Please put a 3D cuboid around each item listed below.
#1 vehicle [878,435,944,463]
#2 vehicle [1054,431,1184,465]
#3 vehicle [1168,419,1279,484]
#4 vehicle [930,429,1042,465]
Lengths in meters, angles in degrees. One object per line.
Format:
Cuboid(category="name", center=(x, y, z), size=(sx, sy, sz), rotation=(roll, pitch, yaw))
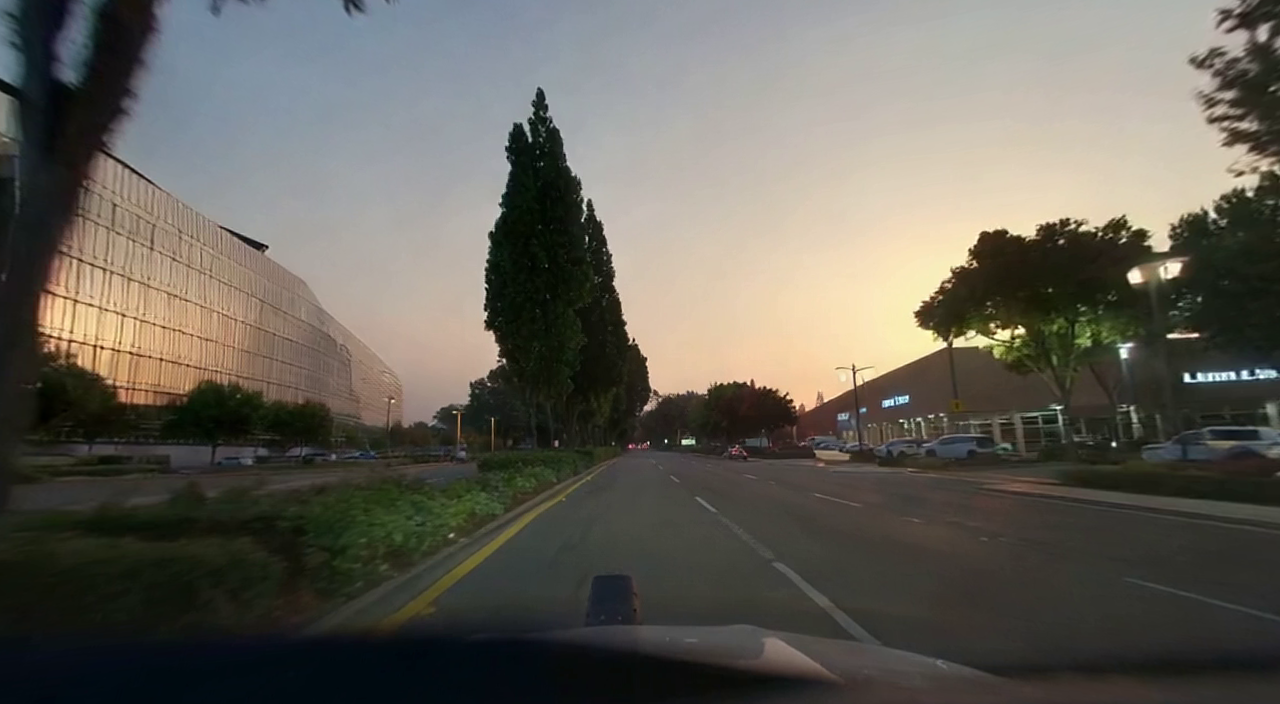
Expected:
Cuboid(category="vehicle", center=(19.307, 6.974, 45.161), size=(2.179, 1.767, 5.837), rotation=(-2, -9, 0))
Cuboid(category="vehicle", center=(24.781, 4.986, 32.783), size=(2.007, 1.611, 4.847), rotation=(5, -10, -29))
Cuboid(category="vehicle", center=(18.960, 2.924, 18.580), size=(2.266, 1.794, 4.985), rotation=(1, -8, -2))
Cuboid(category="vehicle", center=(19.256, 5.317, 35.375), size=(2.151, 1.838, 5.534), rotation=(3, -9, -15))
